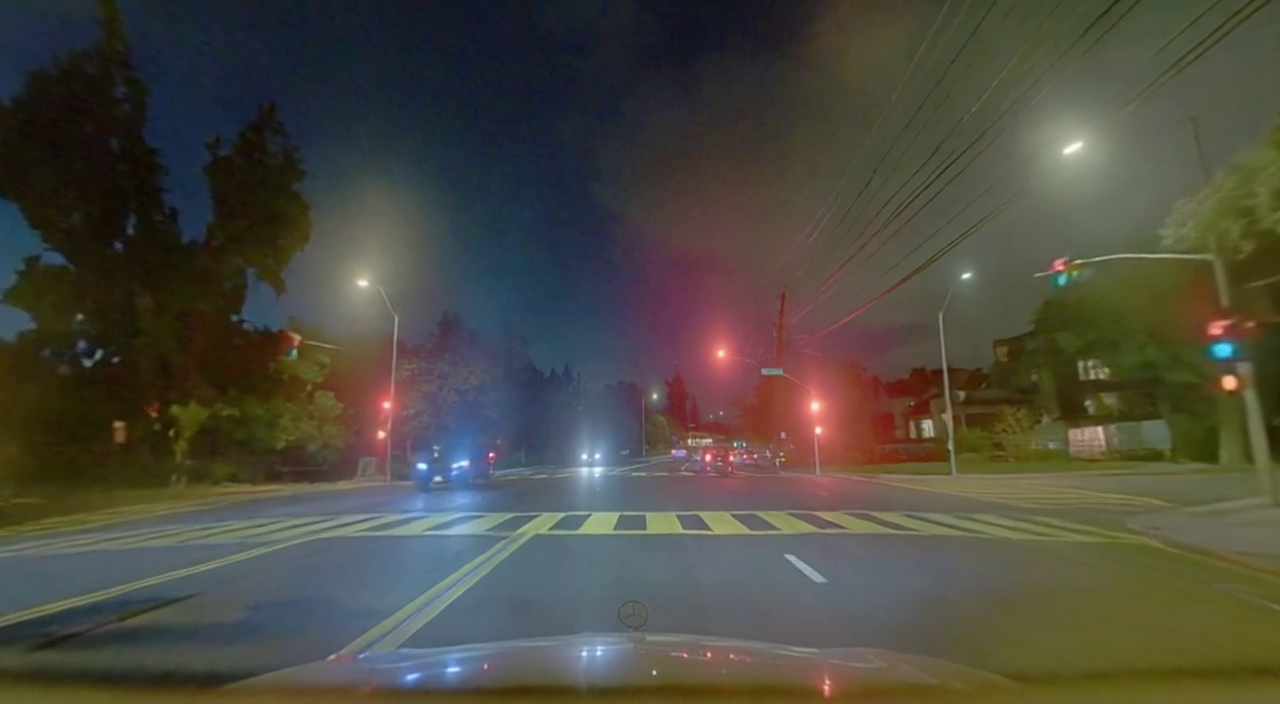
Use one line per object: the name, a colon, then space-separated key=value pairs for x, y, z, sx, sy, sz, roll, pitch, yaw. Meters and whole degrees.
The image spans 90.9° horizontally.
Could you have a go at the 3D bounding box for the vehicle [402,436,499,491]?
vehicle: x=-6.610 y=3.914 z=22.542 sx=1.959 sy=1.741 sz=4.393 roll=0 pitch=-8 yaw=2

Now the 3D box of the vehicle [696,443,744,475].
vehicle: x=3.981 y=5.389 z=32.074 sx=1.951 sy=1.479 sz=4.487 roll=0 pitch=-8 yaw=1
